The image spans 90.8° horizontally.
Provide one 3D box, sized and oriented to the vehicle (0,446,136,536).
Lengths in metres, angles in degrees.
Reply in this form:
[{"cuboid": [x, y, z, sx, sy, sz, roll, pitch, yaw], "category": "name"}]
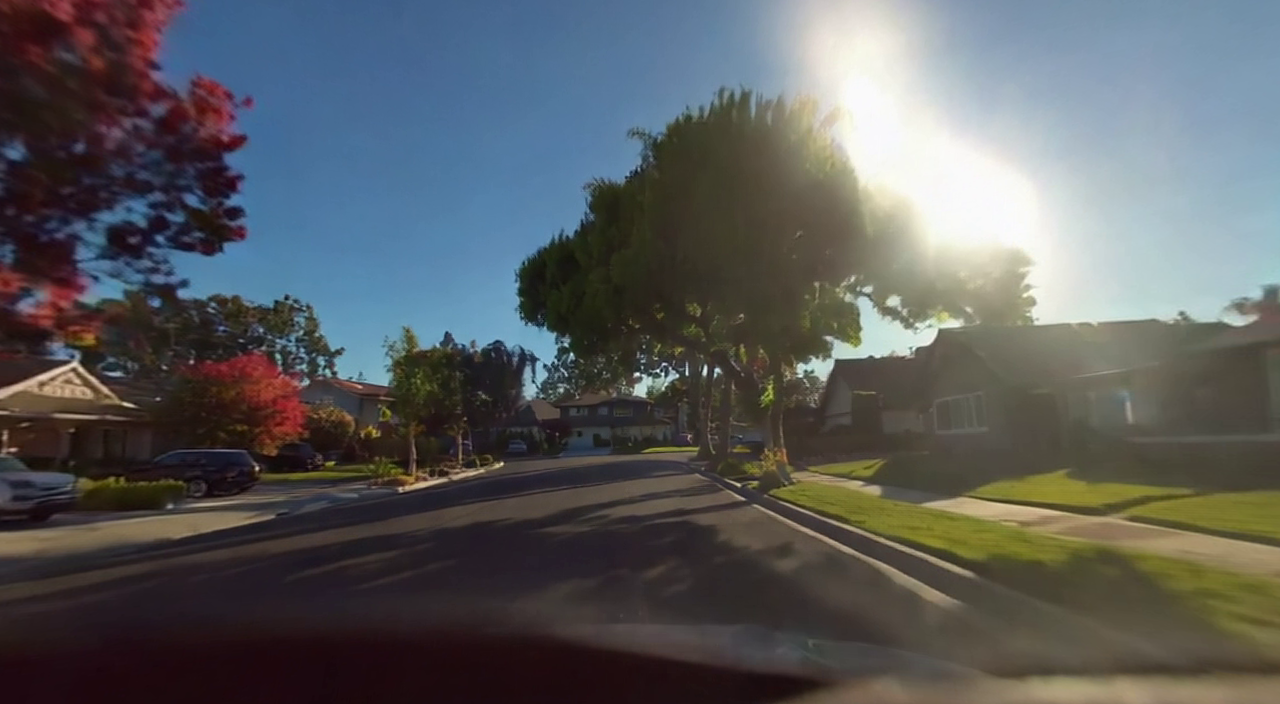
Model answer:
[{"cuboid": [-14.337, 2.927, 13.648, 5.050, 1.774, 2.031, 0, -9, -1], "category": "vehicle"}]
